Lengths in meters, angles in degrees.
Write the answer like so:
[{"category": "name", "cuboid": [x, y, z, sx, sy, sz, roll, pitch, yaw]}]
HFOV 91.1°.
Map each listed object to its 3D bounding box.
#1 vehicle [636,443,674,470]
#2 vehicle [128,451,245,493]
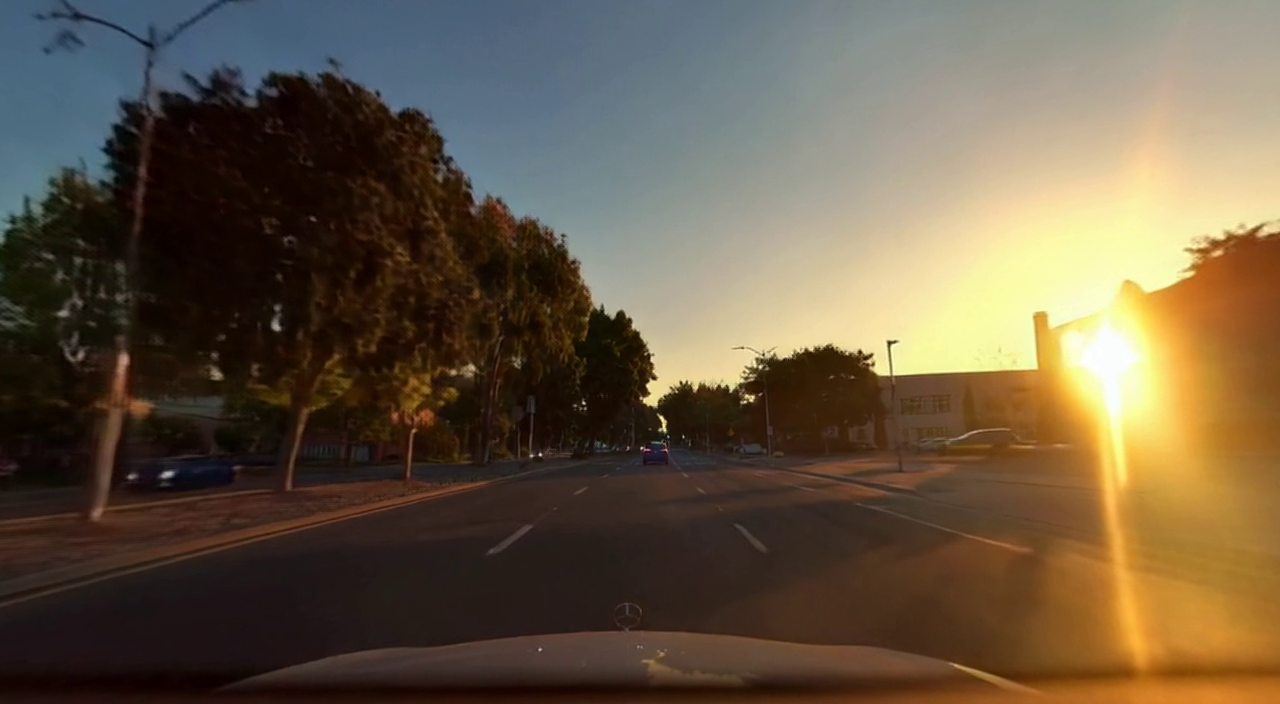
[{"category": "vehicle", "cuboid": [0.900, 6.202, 37.535, 2.144, 1.505, 4.128, 0, -9, 1]}, {"category": "vehicle", "cuboid": [-20.232, 5.324, 28.290, 1.904, 1.677, 4.415, 0, -9, 1]}]
